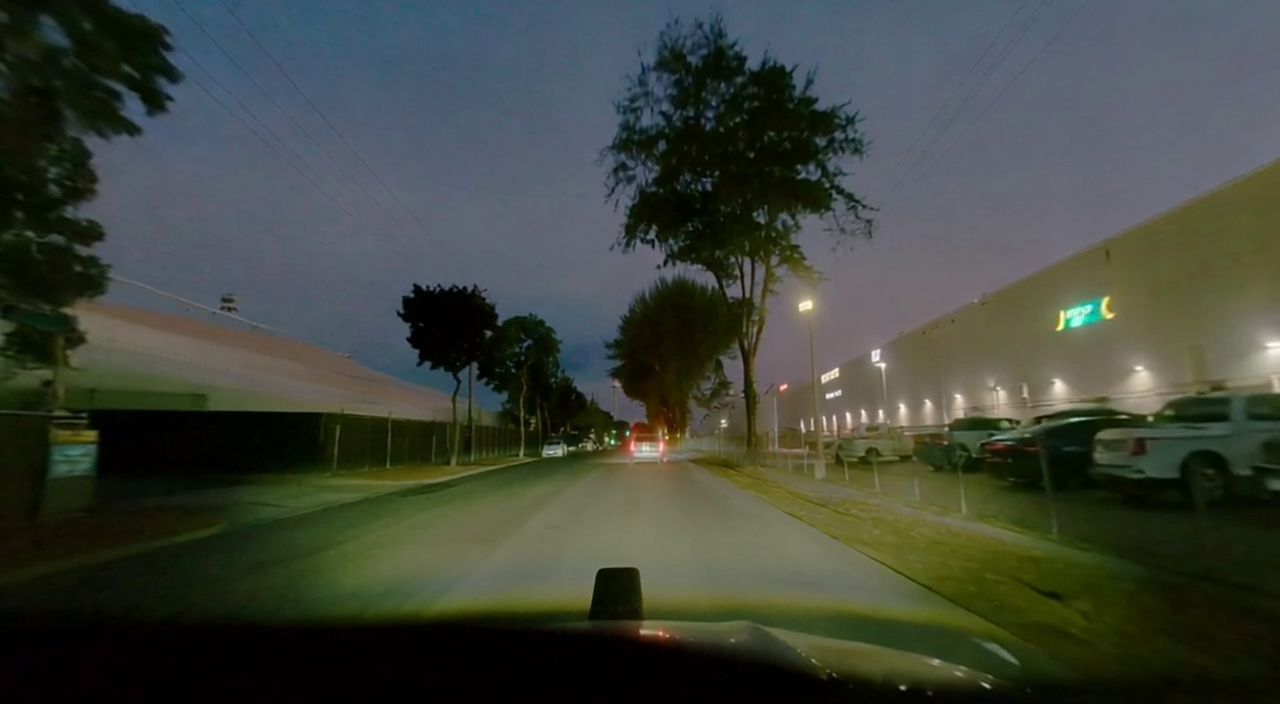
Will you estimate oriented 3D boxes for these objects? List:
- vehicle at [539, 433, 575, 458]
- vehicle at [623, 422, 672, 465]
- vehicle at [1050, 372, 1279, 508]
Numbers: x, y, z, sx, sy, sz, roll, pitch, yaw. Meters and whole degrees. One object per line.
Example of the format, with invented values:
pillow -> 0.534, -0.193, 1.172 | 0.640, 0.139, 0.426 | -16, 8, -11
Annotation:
vehicle -> -5.760, 6.601, 44.287 | 1.938, 1.500, 4.130 | -3, -9, -1
vehicle -> 0.376, 4.315, 29.824 | 2.152, 1.874, 4.042 | 0, -7, 1
vehicle -> 9.217, 1.317, 9.573 | 4.454, 1.824, 2.099 | 0, -7, 0
